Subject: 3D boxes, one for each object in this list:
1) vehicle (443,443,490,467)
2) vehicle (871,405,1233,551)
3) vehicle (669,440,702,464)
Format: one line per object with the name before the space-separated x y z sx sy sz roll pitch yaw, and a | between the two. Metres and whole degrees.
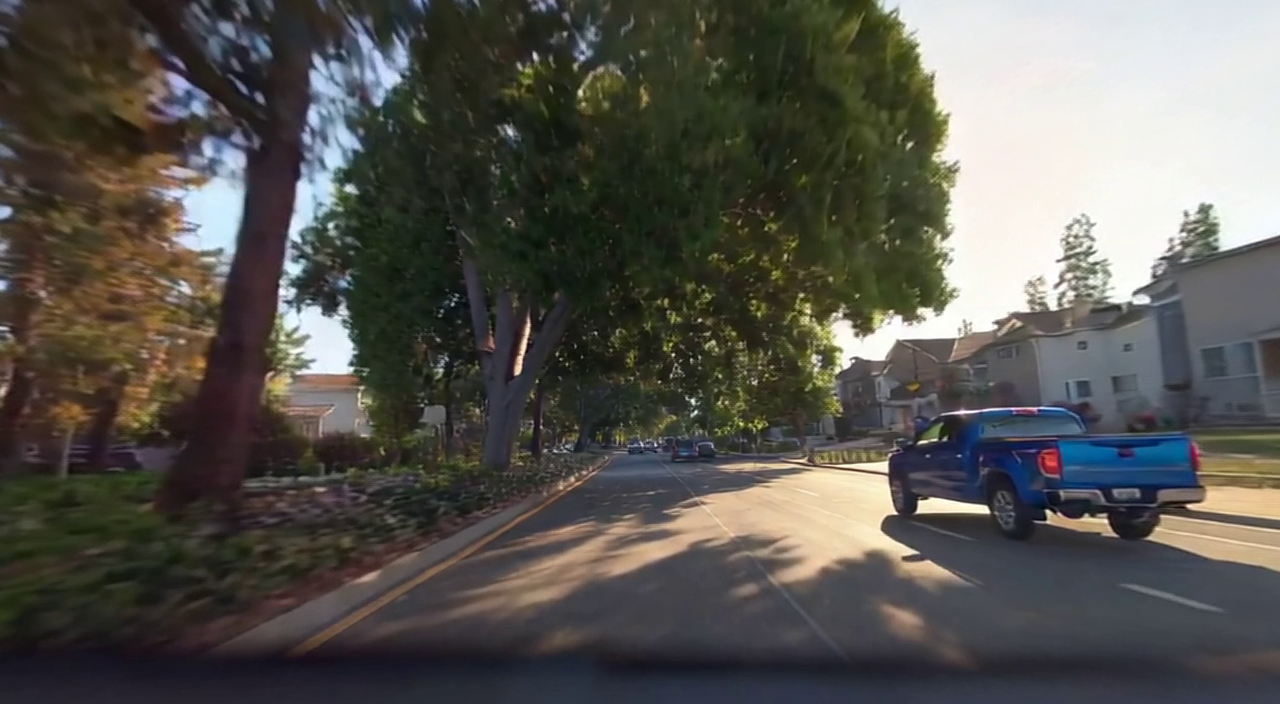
vehicle | -12.882 7.691 47.157 2.076 1.710 4.563 0 -8 1
vehicle | 6.103 1.961 10.616 2.262 1.769 5.666 0 -8 0
vehicle | 3.288 7.274 46.021 2.061 1.632 4.222 0 -8 0
